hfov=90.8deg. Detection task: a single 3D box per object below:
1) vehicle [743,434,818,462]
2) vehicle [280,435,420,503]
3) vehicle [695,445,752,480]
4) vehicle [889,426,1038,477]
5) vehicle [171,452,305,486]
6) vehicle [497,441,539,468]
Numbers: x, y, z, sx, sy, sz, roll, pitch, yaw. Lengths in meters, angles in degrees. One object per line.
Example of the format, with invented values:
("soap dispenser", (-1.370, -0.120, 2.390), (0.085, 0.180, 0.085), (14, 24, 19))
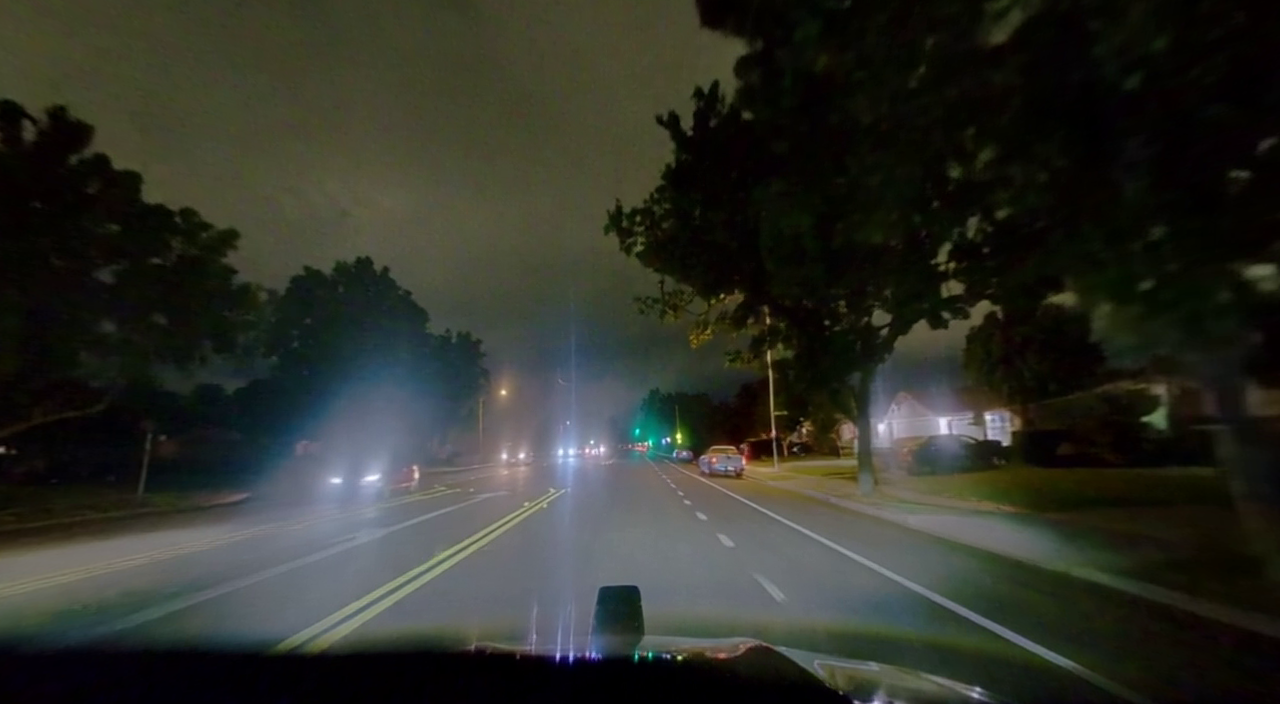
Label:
("vehicle", (10.403, 7.155, 47.059), (4.964, 1.739, 2.184), (-3, -9, 0))
("vehicle", (-8.527, 3.451, 19.135), (2.041, 1.760, 4.522), (0, -8, 0))
("vehicle", (3.753, 5.048, 29.237), (1.991, 1.500, 4.562), (0, -8, -1))
("vehicle", (11.761, 3.631, 23.189), (4.376, 1.509, 1.866), (-4, -8, -1))
("vehicle", (-18.778, 5.472, 29.664), (4.880, 1.500, 1.965), (0, -8, -2))
("vehicle", (-8.522, 7.204, 44.554), (2.090, 1.748, 4.345), (0, -8, 0))
